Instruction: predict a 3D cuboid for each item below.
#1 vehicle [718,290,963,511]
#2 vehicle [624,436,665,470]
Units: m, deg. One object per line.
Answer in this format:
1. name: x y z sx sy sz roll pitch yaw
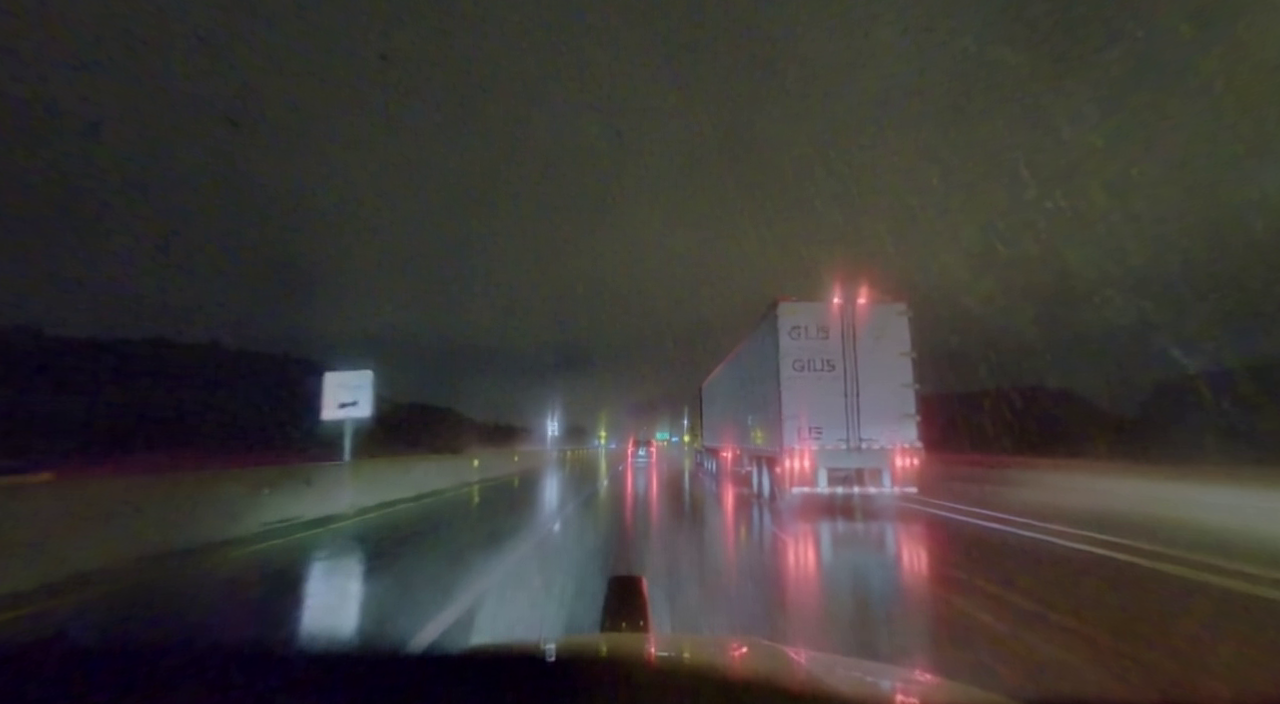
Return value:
1. vehicle: 4.272 1.598 16.701 3.014 4.068 10.359 0 -8 0
2. vehicle: 0.238 5.356 33.570 2.050 1.654 4.192 0 -8 0
